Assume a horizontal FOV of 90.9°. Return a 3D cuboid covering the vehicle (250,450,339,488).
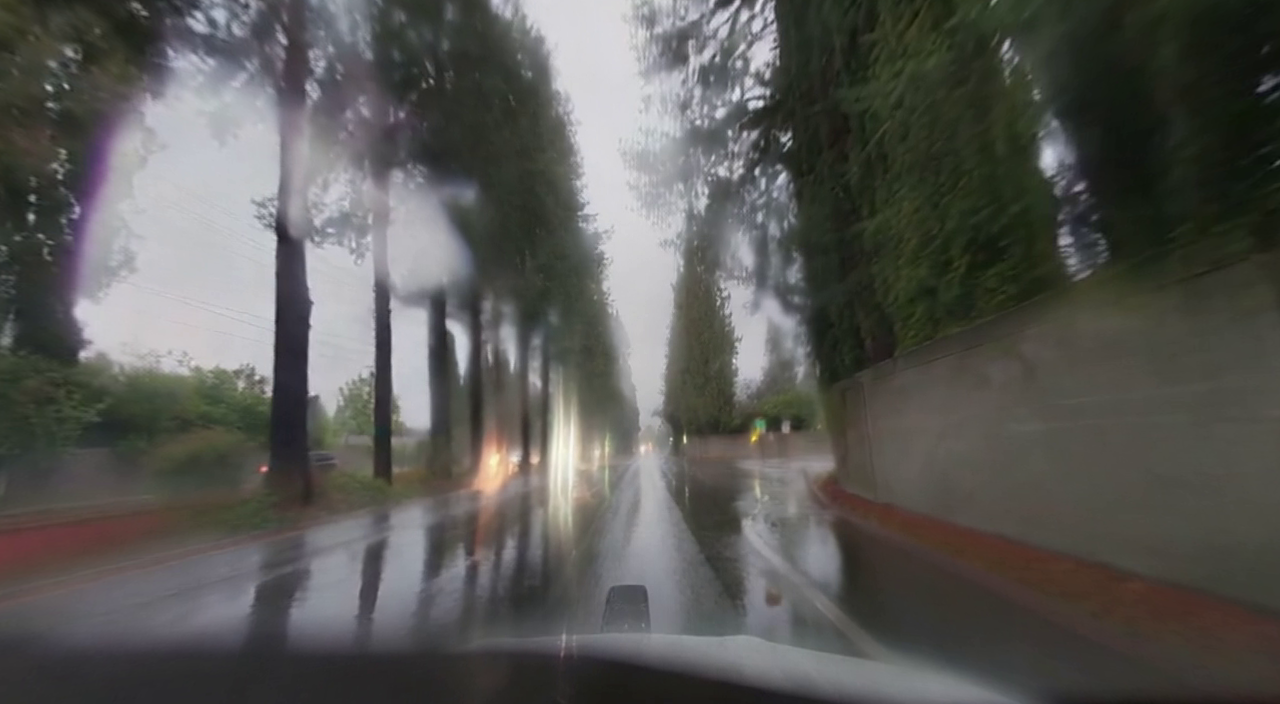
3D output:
[{"bbox_3d":[-18.027,6.080,33.179,1.975,1.815,4.629,0,-8,1],"label":"vehicle"}]
